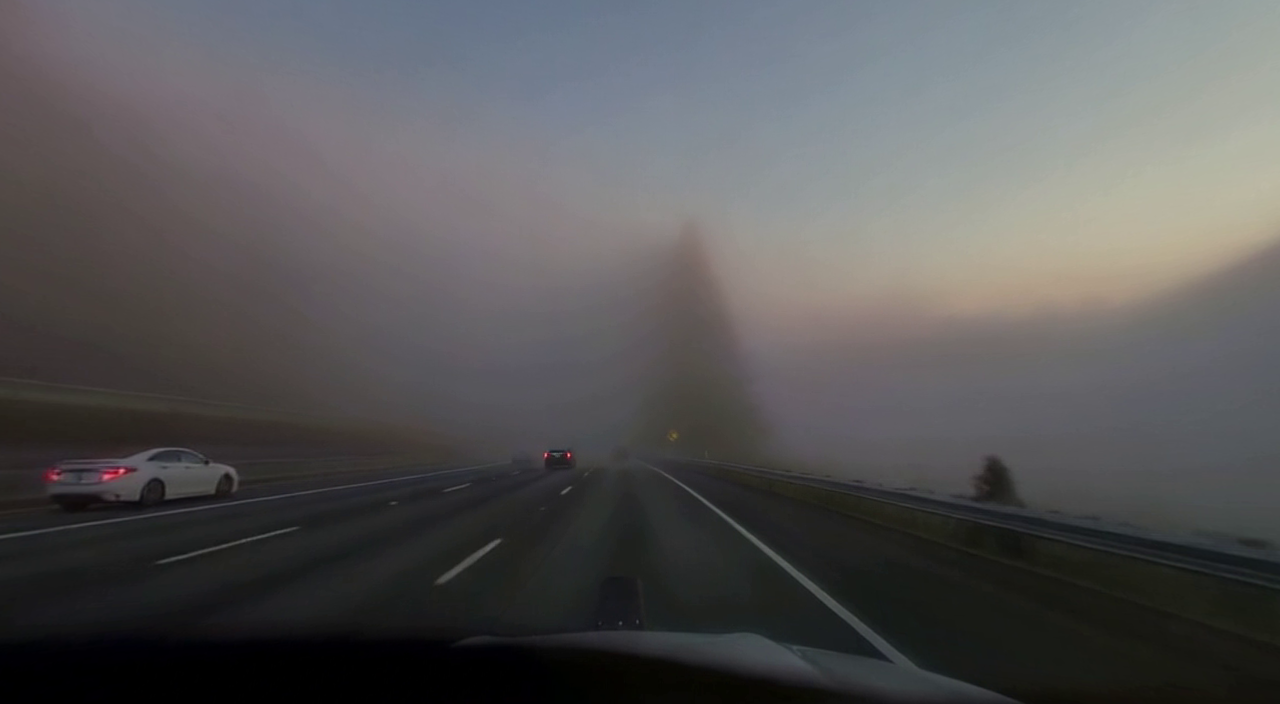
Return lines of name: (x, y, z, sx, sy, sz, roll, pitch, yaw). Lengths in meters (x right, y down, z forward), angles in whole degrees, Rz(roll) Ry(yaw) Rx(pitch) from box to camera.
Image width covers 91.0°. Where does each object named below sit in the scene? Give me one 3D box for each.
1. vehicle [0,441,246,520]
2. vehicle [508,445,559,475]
vehicle: (-11.448, 2.807, 14.372, 1.960, 1.487, 4.593, 0, -9, -1)
vehicle: (-5.394, 5.530, 32.449, 2.120, 1.458, 4.031, 0, -9, -3)
